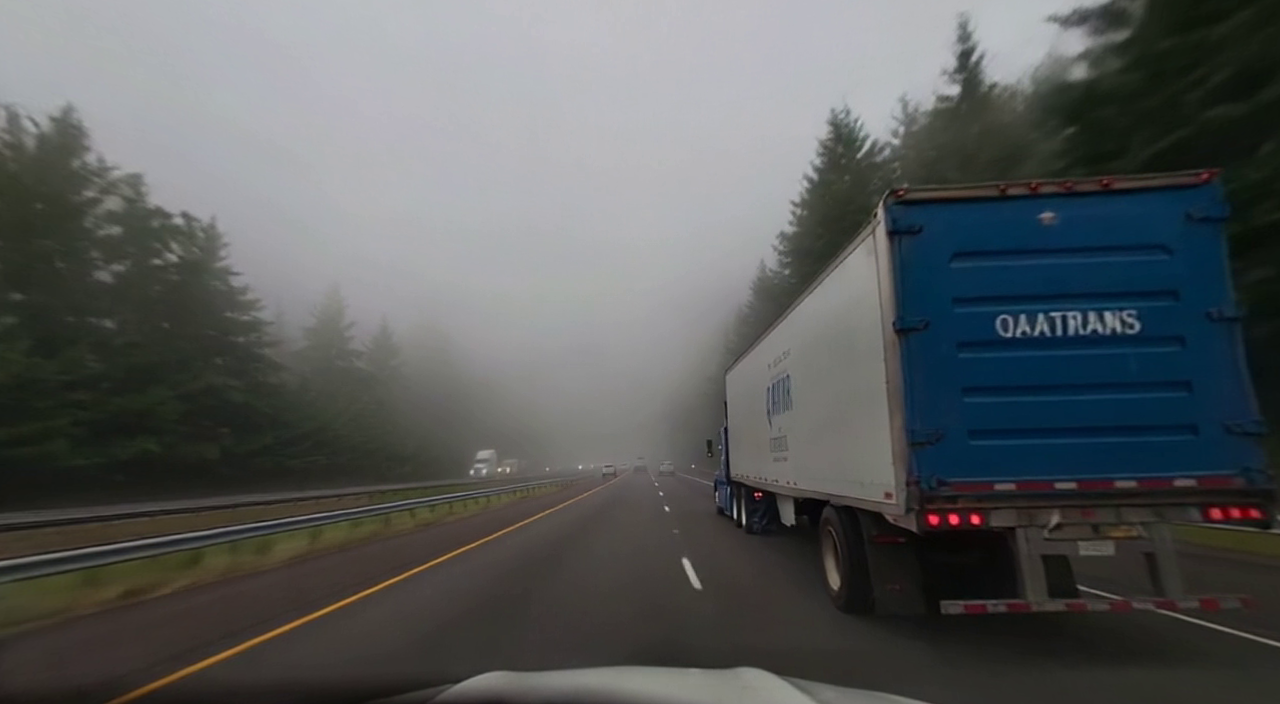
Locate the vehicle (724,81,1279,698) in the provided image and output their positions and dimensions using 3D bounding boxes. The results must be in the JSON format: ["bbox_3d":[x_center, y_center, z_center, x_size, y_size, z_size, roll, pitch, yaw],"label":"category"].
[{"bbox_3d":[3.446,1.034,9.363,2.871,4.032,10.642,1,-10,0],"label":"vehicle"}]
